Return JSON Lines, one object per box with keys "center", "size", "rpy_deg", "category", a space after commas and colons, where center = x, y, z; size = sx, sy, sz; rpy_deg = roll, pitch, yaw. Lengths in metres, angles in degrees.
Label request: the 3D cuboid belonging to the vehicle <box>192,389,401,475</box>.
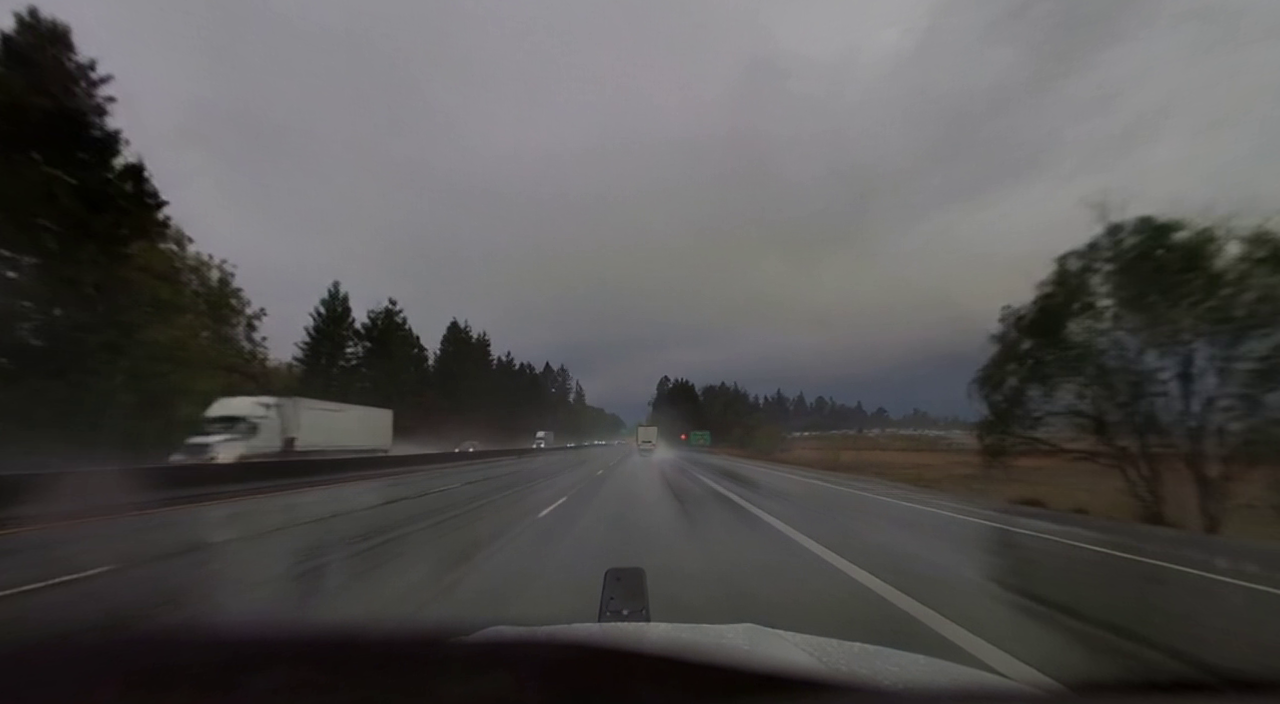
{"center": [-18.168, 4.661, 35.818], "size": [2.868, 3.769, 16.534], "rpy_deg": [0, -8, -1], "category": "vehicle"}
